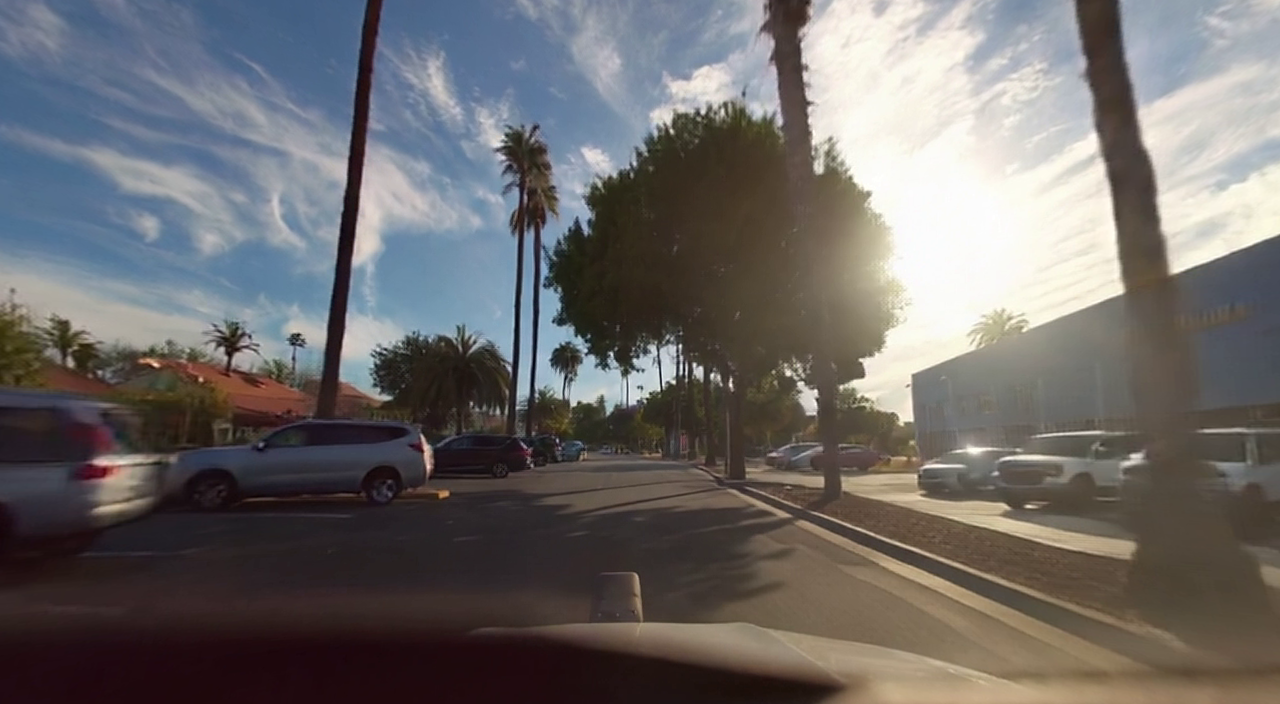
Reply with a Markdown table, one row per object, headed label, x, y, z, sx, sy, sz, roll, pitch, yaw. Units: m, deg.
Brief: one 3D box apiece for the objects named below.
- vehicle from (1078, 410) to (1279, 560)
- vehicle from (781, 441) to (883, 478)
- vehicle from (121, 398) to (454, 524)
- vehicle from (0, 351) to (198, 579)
| label | x | y | z | sx | sy | sz | roll | pitch | yaw |
| --- | --- | --- | --- | --- | --- | --- | --- | --- | --- |
| vehicle | 9.540 | 1.950 | 9.865 | 4.916 | 1.814 | 2.232 | 4 | -10 | -27 |
| vehicle | 9.686 | 5.448 | 31.898 | 4.758 | 1.759 | 2.068 | 5 | -12 | -27 |
| vehicle | -6.063 | 1.914 | 11.363 | 4.763 | 1.801 | 2.013 | 6 | -11 | -34 |
| vehicle | -6.521 | 0.973 | 5.387 | 4.302 | 1.804 | 2.060 | 5 | -12 | -32 |
